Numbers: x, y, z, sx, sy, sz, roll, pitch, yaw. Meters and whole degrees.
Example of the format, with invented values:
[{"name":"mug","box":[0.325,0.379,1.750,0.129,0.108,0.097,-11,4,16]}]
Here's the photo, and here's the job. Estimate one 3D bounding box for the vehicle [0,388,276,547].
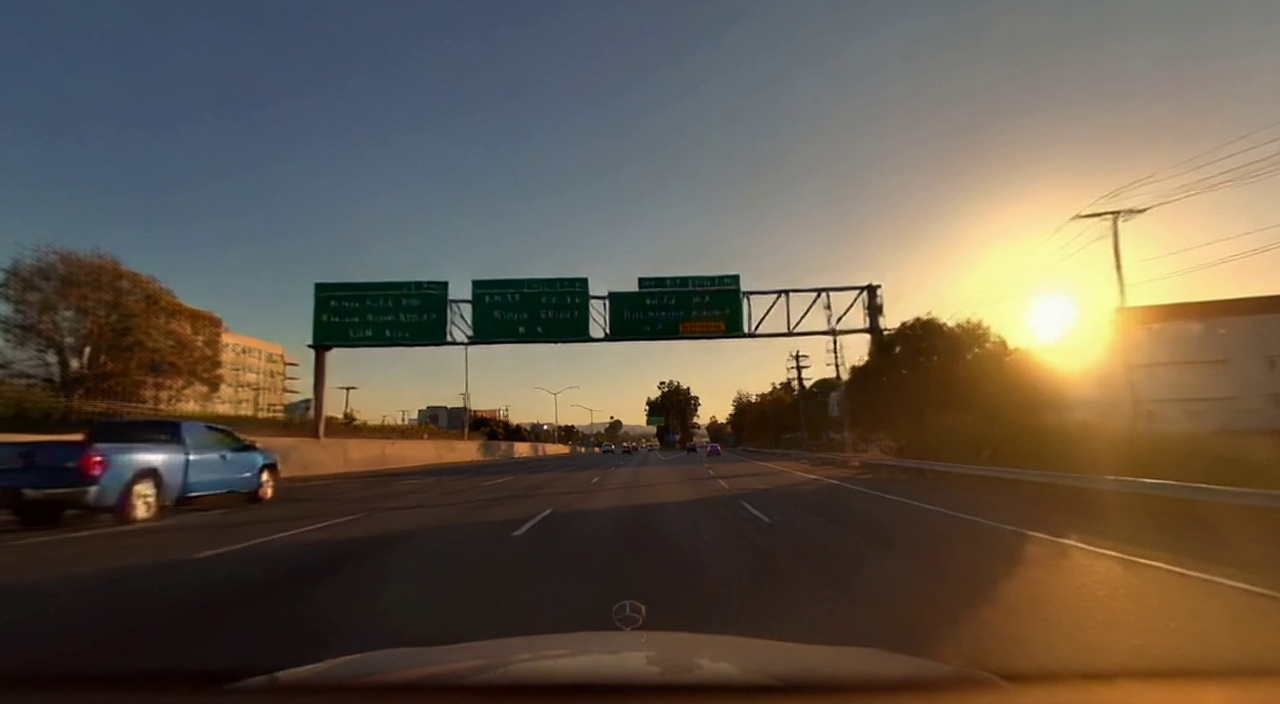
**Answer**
[{"name":"vehicle","box":[-10.131,2.064,11.903,2.667,2.213,6.081,0,-8,1]}]
